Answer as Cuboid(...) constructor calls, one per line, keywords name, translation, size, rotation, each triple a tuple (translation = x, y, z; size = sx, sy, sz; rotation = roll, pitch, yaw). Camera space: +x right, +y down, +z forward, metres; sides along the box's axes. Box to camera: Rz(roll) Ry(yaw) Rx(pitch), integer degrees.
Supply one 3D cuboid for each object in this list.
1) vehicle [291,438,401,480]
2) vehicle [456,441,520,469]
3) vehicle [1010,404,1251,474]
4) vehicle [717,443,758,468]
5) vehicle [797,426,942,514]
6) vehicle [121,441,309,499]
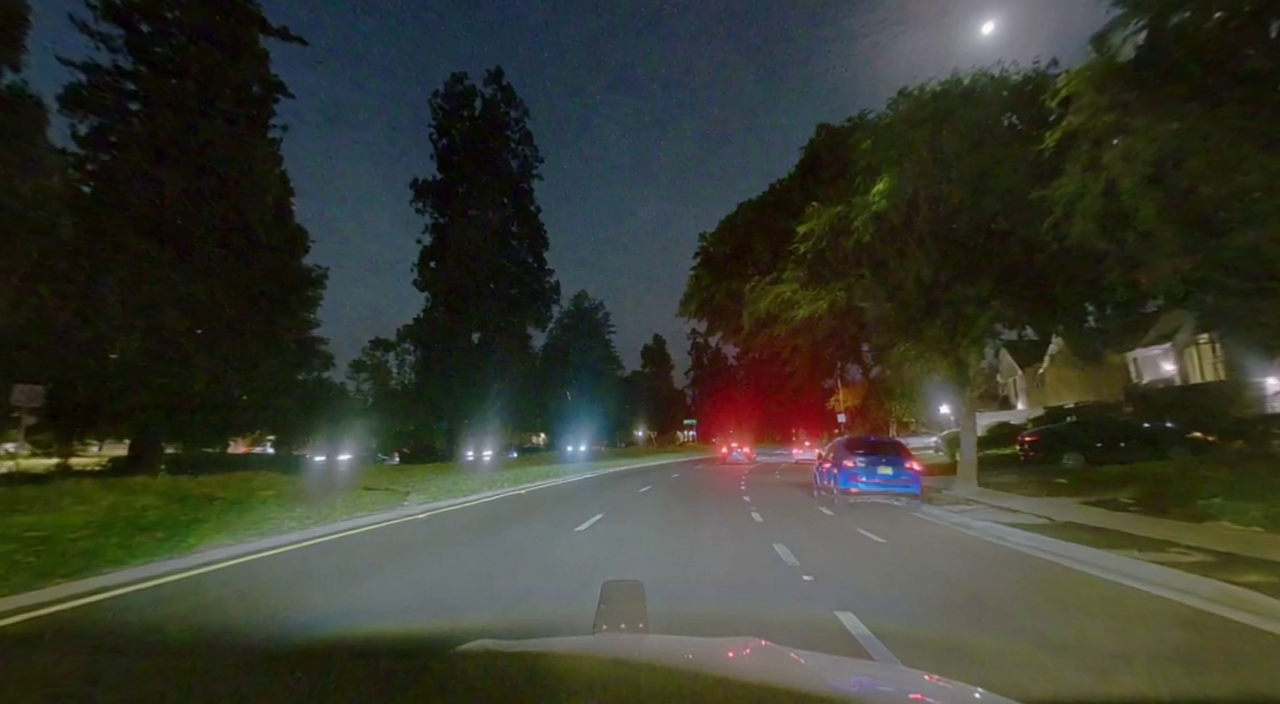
Cuboid(name="vehicle", translation=(-14.057, 5.148, 30.568), size=(2.281, 1.822, 5.025), rotation=(-2, -9, 10))
Cuboid(name="vehicle", translation=(-8.854, 6.045, 37.092), size=(1.907, 1.539, 4.430), rotation=(-2, -9, 11))
Cuboid(name="vehicle", translation=(12.904, 2.345, 16.873), size=(4.612, 1.721, 2.052), rotation=(0, -8, 2))
Cuboid(name="vehicle", translation=(6.098, 6.433, 39.217), size=(2.050, 1.456, 4.003), rotation=(-2, -9, 15))
Cuboid(name="vehicle", translation=(5.072, 2.648, 14.628), size=(2.169, 1.713, 4.137), rotation=(-1, -9, 6))
Cuboid(name="vehicle", translation=(-12.035, 3.343, 18.323), size=(1.774, 1.447, 4.575), rotation=(-2, -9, 9))
